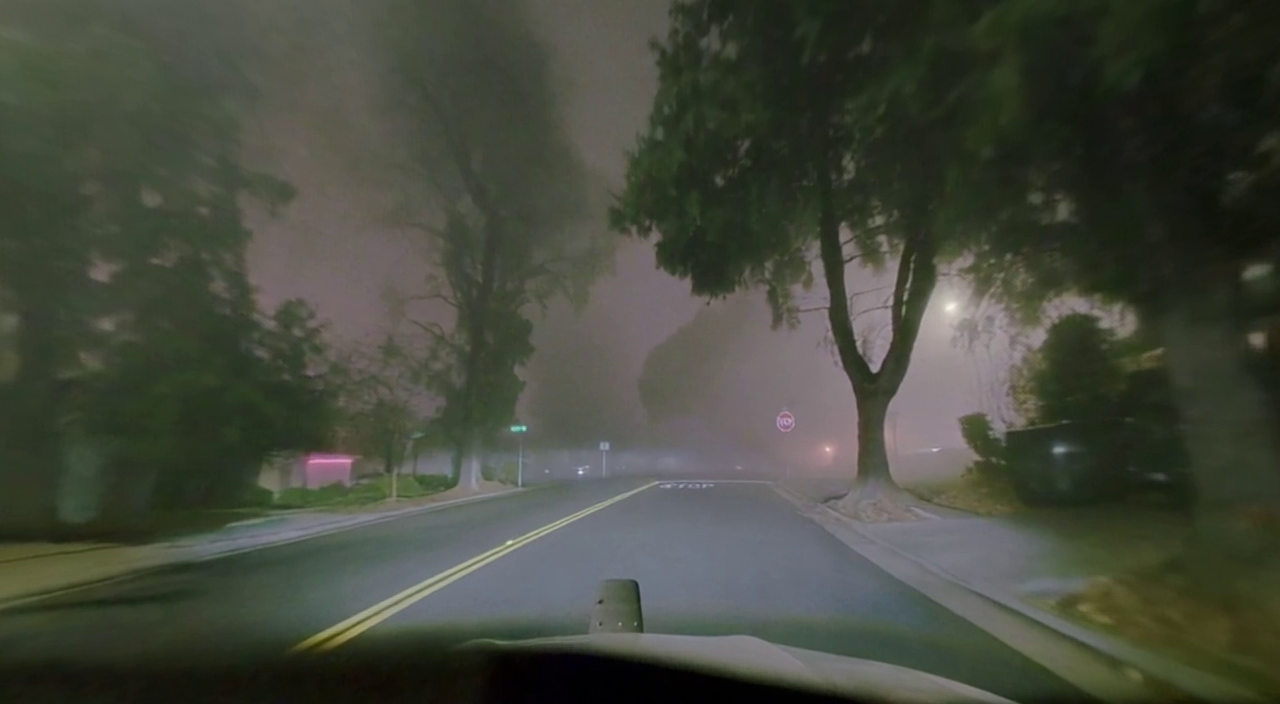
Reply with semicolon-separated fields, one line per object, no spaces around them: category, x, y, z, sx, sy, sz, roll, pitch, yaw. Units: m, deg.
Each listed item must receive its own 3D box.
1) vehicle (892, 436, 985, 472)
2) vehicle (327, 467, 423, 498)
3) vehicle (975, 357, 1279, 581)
vehicle;19.219;6.606;40.728;4.788;1.875;2.148;0;-19;-9
vehicle;-14.199;6.997;33.957;4.320;1.443;1.867;0;-8;-2
vehicle;6.489;1.315;7.670;2.163;1.885;4.804;-1;-8;0
